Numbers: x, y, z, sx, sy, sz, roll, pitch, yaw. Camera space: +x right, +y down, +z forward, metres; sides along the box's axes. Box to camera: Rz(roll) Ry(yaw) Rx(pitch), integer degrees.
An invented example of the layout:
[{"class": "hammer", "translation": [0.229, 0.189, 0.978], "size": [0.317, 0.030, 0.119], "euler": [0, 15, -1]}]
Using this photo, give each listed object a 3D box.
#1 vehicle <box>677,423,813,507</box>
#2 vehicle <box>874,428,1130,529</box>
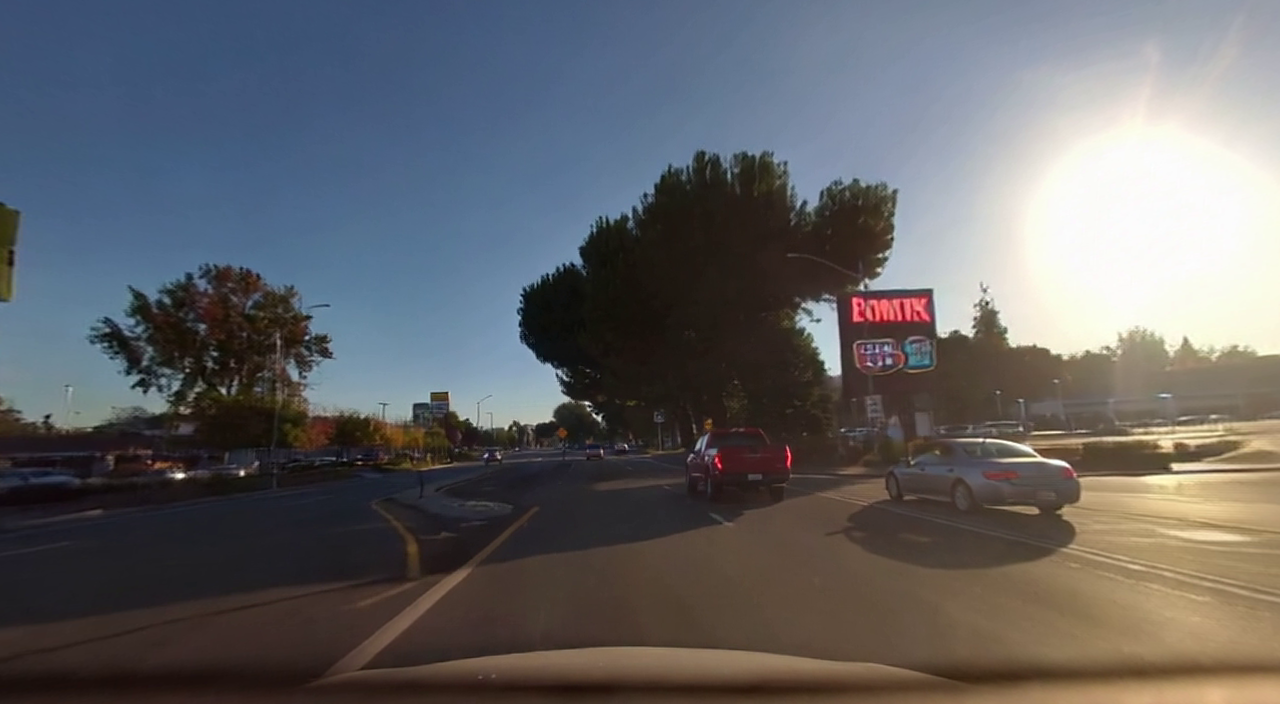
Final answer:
[{"class": "vehicle", "translation": [2.384, 2.771, 15.932], "size": [2.214, 1.749, 4.998], "euler": [1, -9, -4]}, {"class": "vehicle", "translation": [6.254, 2.222, 11.671], "size": [1.986, 1.480, 4.296], "euler": [0, -9, -4]}]
